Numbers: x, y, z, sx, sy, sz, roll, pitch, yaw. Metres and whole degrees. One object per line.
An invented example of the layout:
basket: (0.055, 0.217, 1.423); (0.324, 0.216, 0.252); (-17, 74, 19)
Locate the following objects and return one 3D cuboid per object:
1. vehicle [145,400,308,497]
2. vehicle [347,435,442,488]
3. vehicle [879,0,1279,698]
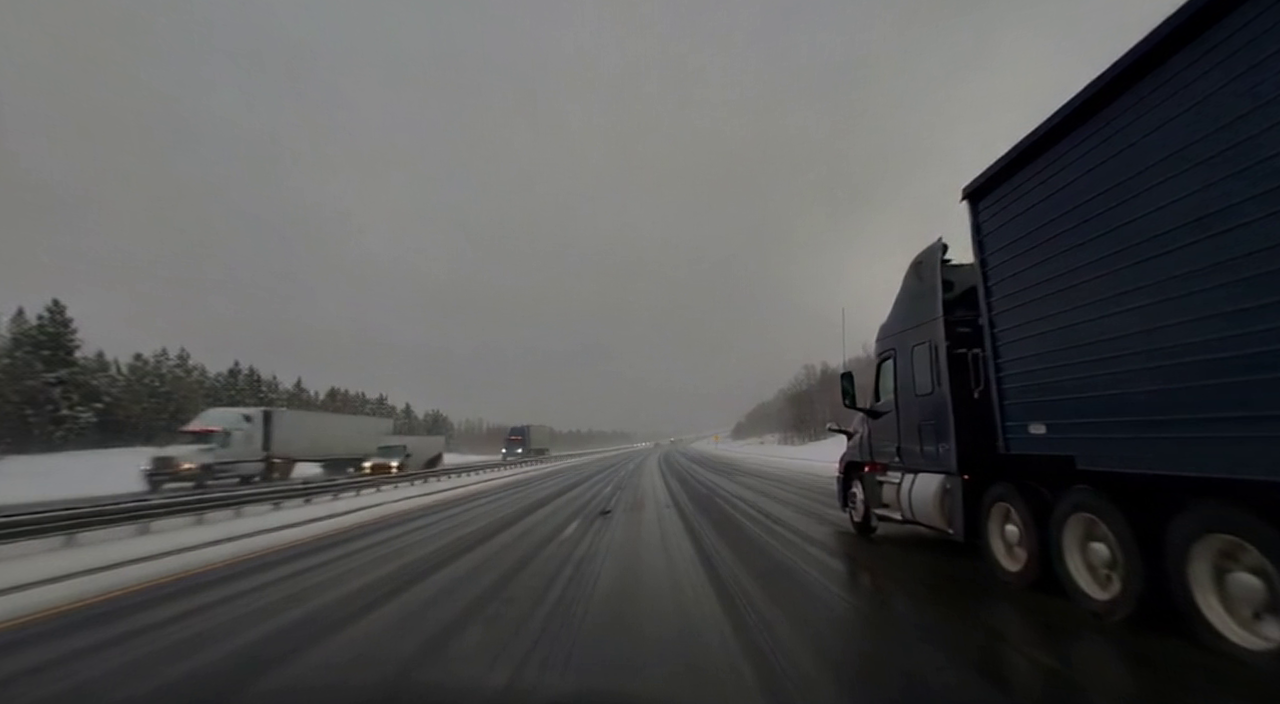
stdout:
vehicle: (-20.231, 4.819, 31.408); (3.408, 4.286, 6.704); (0, -9, 0)
vehicle: (-13.788, 6.199, 35.904); (2.385, 2.707, 6.855); (-1, -9, 2)
vehicle: (4.813, -0.581, 1.058); (2.908, 4.075, 15.065); (0, -9, 0)
